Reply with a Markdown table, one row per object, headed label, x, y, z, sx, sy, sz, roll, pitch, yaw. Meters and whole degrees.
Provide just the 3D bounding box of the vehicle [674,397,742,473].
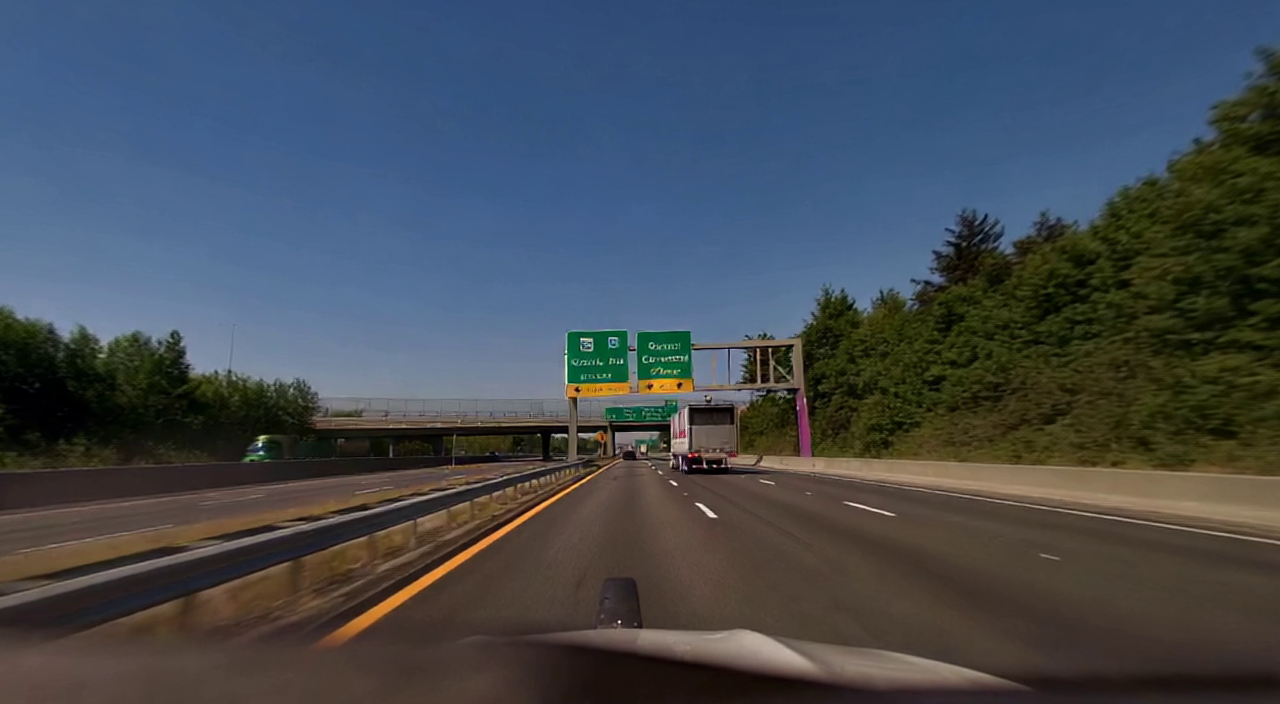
| label | x | y | z | sx | sy | sz | roll | pitch | yaw |
| --- | --- | --- | --- | --- | --- | --- | --- | --- | --- |
| vehicle | 3.893 | 5.091 | 37.974 | 2.879 | 4.075 | 8.126 | 0 | -9 | -2 |
